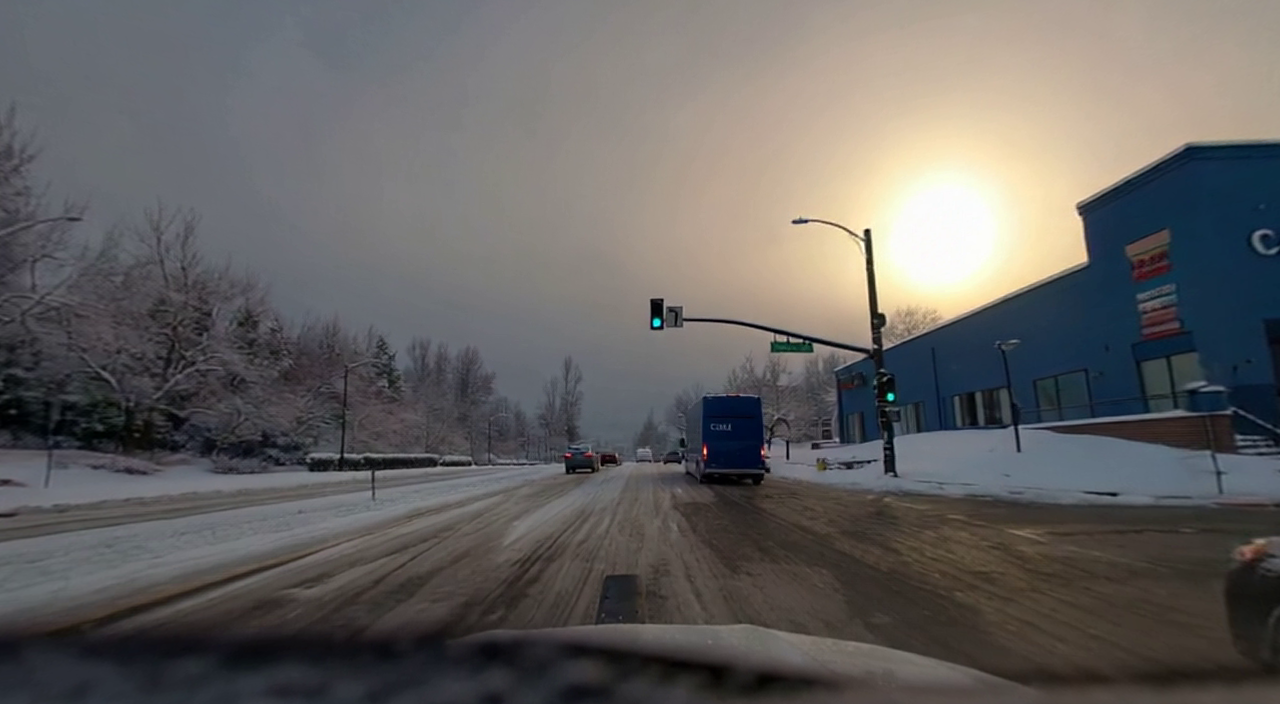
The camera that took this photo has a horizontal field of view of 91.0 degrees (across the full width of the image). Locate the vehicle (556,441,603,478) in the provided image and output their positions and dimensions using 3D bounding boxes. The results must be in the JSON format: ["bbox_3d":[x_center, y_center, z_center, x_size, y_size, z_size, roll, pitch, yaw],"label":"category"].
[{"bbox_3d":[-3.314,5.954,35.184,2.035,1.867,4.607,-1,-9,2],"label":"vehicle"}]

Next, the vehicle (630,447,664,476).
[{"bbox_3d":[0.407,6.211,35.958,1.846,1.528,4.348,0,-9,1],"label":"vehicle"}]

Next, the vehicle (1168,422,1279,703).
[{"bbox_3d":[3.689,0.726,0.731,1.915,1.449,4.970,0,-9,1],"label":"vehicle"}]

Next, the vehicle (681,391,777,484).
[{"bbox_3d":[3.902,4.223,30.612,3.003,3.680,10.684,0,-9,-1],"label":"vehicle"}]
